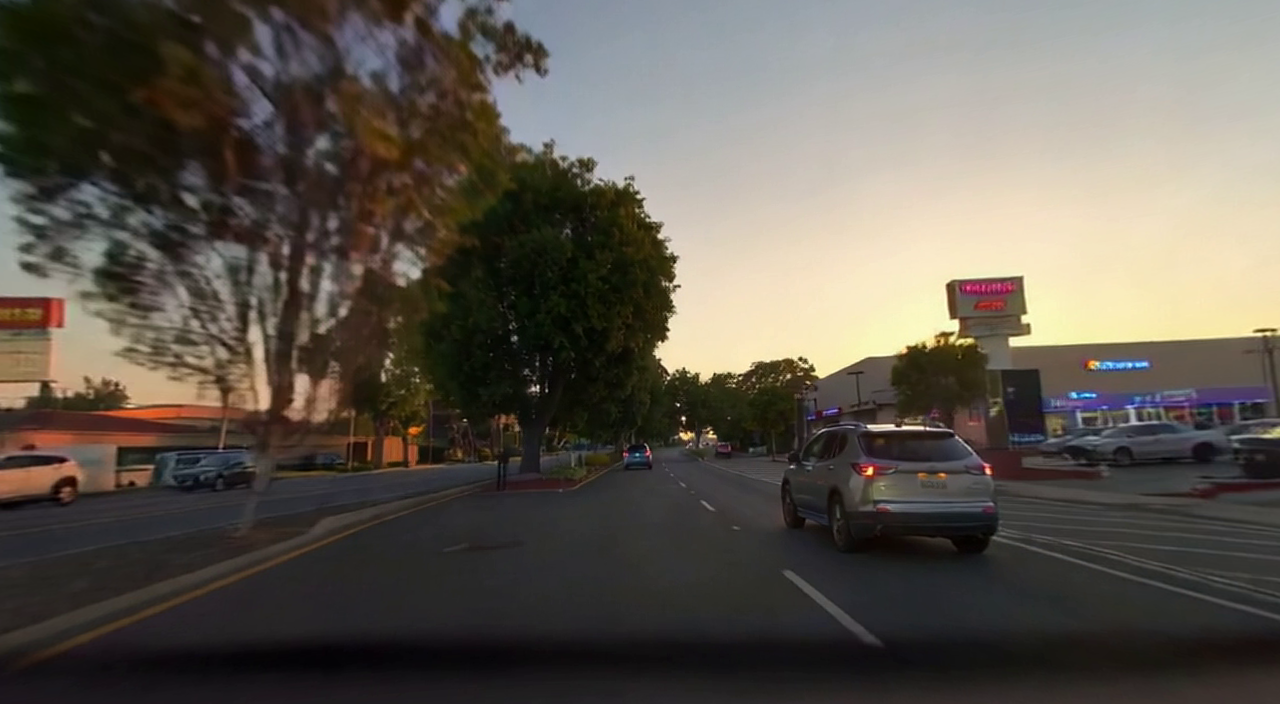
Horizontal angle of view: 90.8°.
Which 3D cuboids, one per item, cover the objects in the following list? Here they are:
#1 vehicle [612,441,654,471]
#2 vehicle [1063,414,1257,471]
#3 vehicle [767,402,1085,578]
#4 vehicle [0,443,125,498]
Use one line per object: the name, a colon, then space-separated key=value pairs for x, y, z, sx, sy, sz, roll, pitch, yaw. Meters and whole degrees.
vehicle: x=-0.345 y=5.551 z=33.795 sx=2.126 sy=1.475 sz=3.967 roll=0 pitch=-8 yaw=0
vehicle: x=20.031 y=3.538 z=24.613 sx=5.115 sy=1.990 sz=2.518 roll=-2 pitch=-9 yaw=5
vehicle: x=3.250 y=1.673 z=8.443 sx=2.110 sy=1.698 sz=4.397 roll=0 pitch=-8 yaw=-1
vehicle: x=-24.889 y=4.859 z=26.122 sx=5.094 sy=2.044 sz=2.197 roll=-1 pitch=-7 yaw=-3
